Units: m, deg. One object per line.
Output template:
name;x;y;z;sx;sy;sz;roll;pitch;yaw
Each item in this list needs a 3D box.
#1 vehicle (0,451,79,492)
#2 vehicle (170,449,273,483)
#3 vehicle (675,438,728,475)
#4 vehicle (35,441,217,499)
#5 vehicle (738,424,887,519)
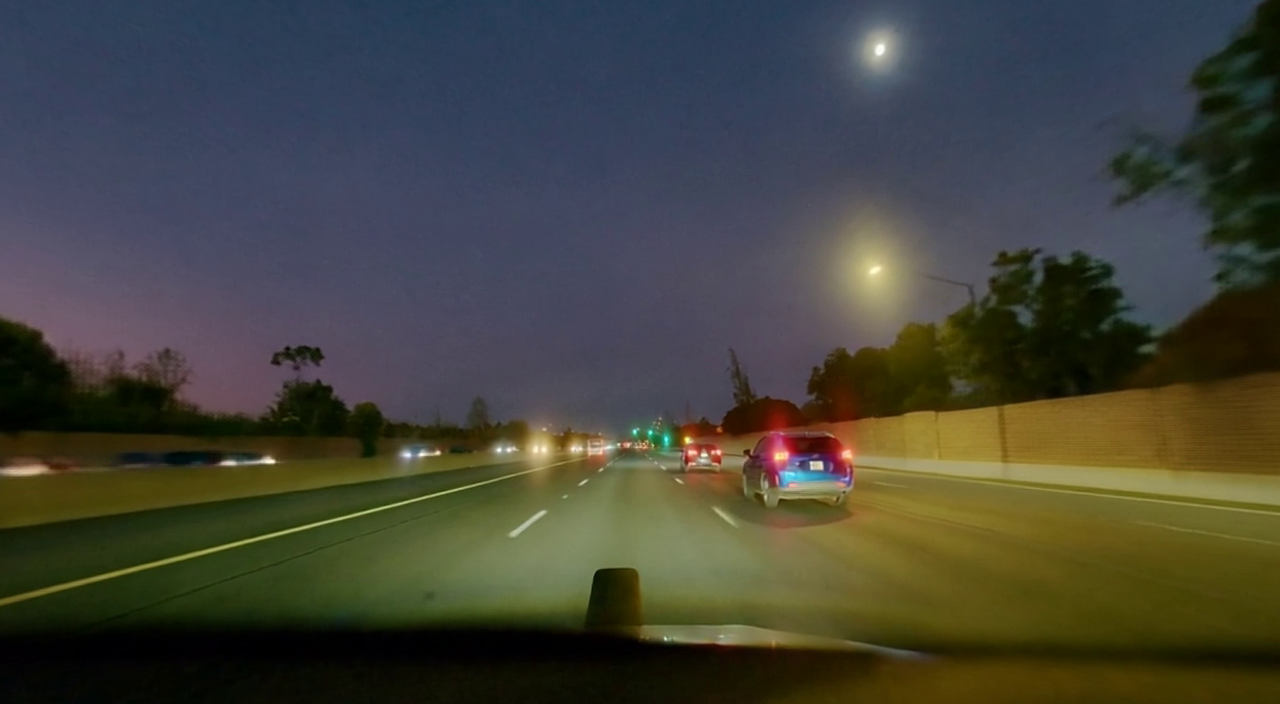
vehicle;-26.951;5.052;26.931;1.964;1.646;4.477;0;-8;0
vehicle;-20.310;5.544;30.995;1.808;1.487;4.729;0;-8;0
vehicle;2.950;5.129;31.200;2.045;1.688;4.313;0;-9;-2
vehicle;-15.946;3.648;20.035;1.916;1.608;4.537;0;-9;0
vehicle;3.442;2.464;13.558;1.910;1.696;4.187;0;-8;-1
